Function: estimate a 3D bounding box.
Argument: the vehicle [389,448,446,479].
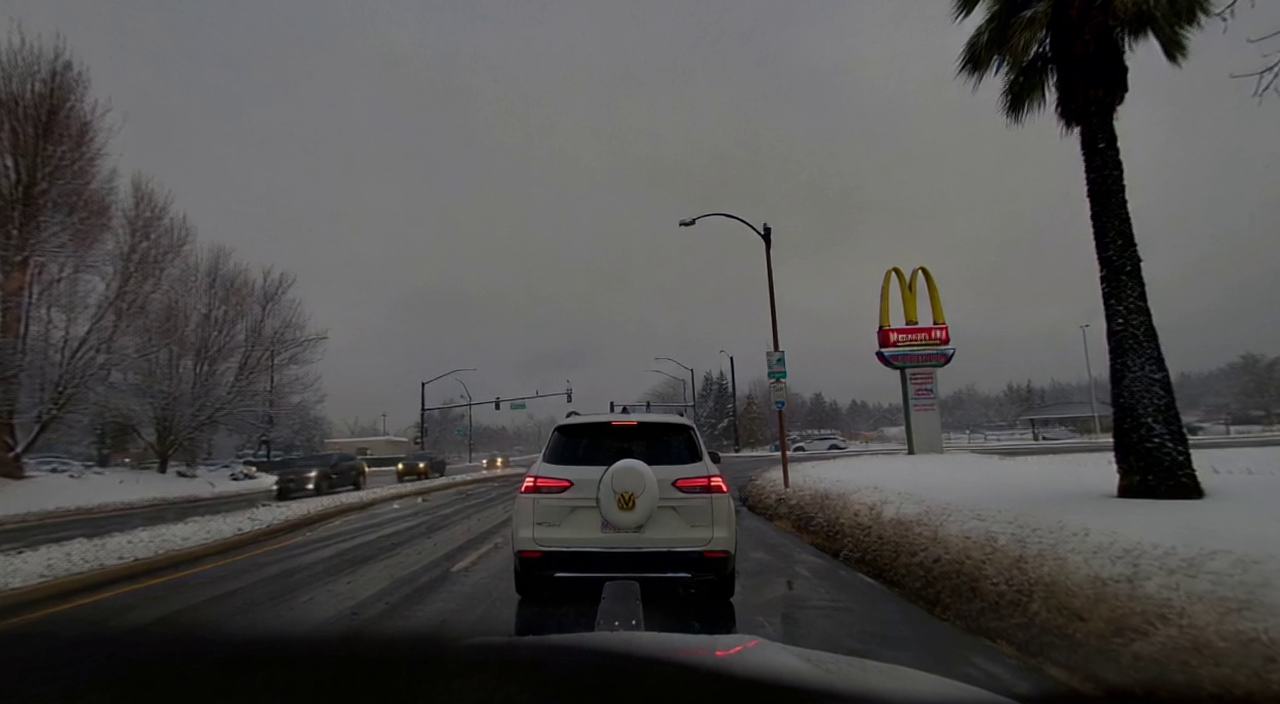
[{"bbox_3d":[-14.177,7.104,40.576,2.029,1.820,4.915,0,-9,-1],"label":"vehicle"}]

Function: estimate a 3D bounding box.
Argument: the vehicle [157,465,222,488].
[{"bbox_3d":[-33.392,9.224,46.973,1.792,1.439,3.952,0,-9,2],"label":"vehicle"}]

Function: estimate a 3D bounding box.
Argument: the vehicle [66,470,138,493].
[{"bbox_3d":[-39.934,9.616,47.039,1.602,1.400,4.220,0,-9,0],"label":"vehicle"}]

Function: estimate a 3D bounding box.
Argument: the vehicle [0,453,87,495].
[{"bbox_3d":[-28.112,5.427,28.219,4.584,1.714,2.186,4,-10,-27],"label":"vehicle"}]

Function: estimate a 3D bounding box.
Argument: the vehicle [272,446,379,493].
[{"bbox_3d":[-12.709,4.741,25.884,1.965,1.718,4.466,0,-9,2],"label":"vehicle"}]

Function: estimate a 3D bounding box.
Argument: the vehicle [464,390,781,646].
[{"bbox_3d":[-0.139,1.419,6.330,2.137,1.728,3.926,0,-9,-1],"label":"vehicle"}]
